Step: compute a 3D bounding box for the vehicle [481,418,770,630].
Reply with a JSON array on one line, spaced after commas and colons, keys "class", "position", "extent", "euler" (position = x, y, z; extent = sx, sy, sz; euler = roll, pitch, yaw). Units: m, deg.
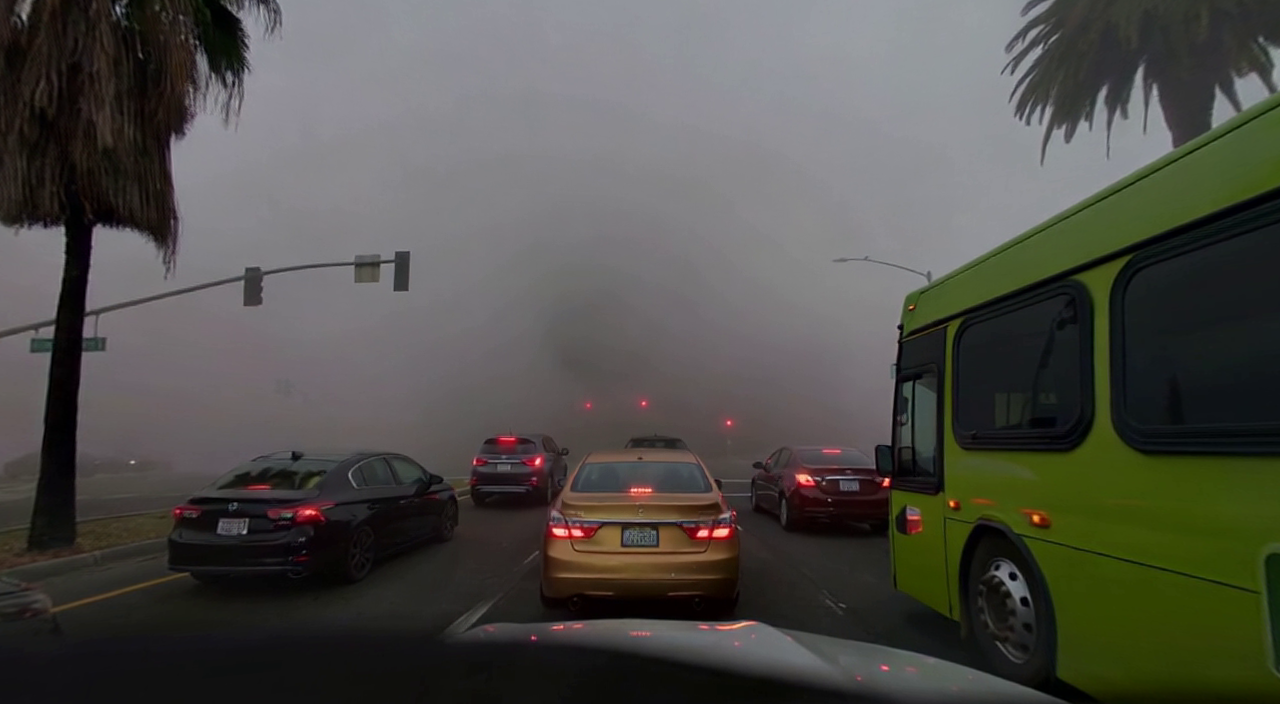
[{"class": "vehicle", "position": [-0.113, 1.525, 6.516], "extent": [2.060, 1.499, 3.831], "euler": [0, -9, 0]}]

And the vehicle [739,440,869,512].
[{"class": "vehicle", "position": [3.720, 2.881, 15.216], "extent": [1.989, 1.467, 4.364], "euler": [0, -9, 1]}]

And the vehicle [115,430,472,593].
[{"class": "vehicle", "position": [-3.627, 1.724, 7.716], "extent": [1.919, 1.415, 4.178], "euler": [0, -9, 1]}]

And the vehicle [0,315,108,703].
[{"class": "vehicle", "position": [-3.567, 0.469, 0.314], "extent": [2.145, 1.824, 4.974], "euler": [0, -9, 2]}]
